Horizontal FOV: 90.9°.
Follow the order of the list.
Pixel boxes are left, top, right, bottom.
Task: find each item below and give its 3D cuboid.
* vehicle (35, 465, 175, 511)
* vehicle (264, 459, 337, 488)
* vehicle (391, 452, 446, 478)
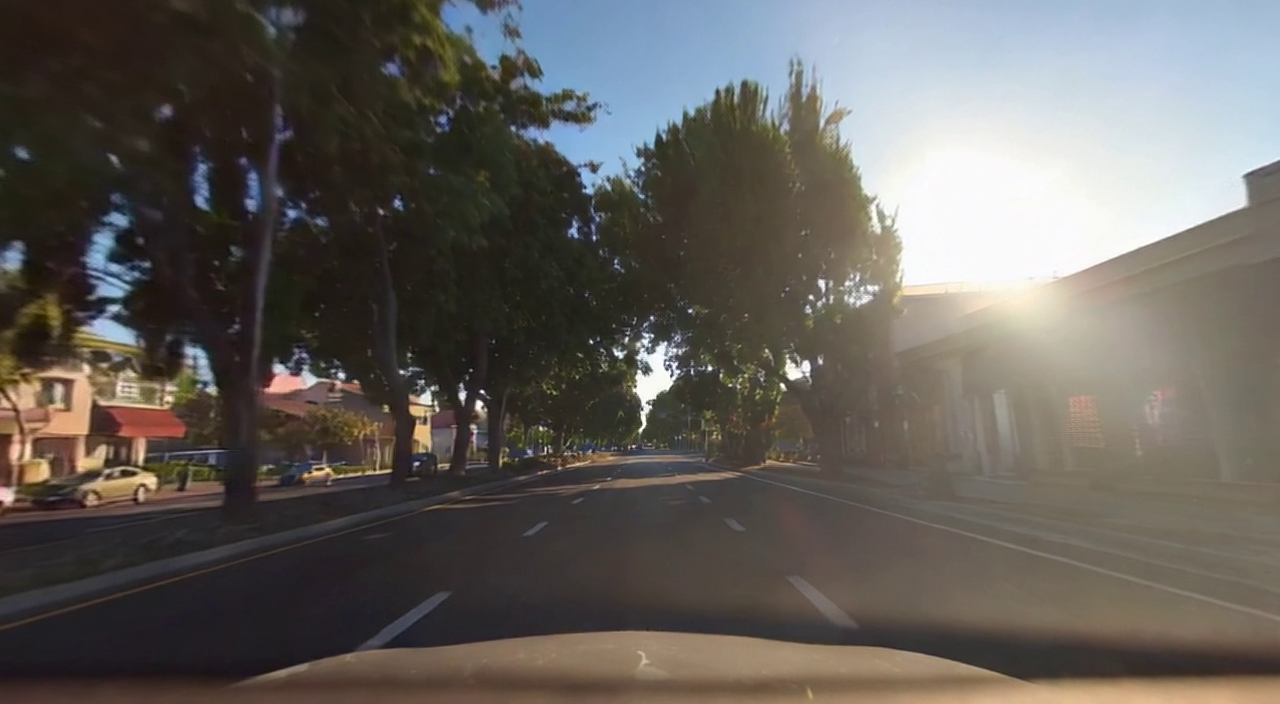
[{"bbox_3d":[-21.879,5.547,26.068,1.885,1.504,4.359,-3,-9,2],"label":"vehicle"},{"bbox_3d":[-21.521,7.693,40.192,1.881,1.537,4.611,-3,-9,3],"label":"vehicle"},{"bbox_3d":[-14.118,7.175,40.408,1.829,1.505,4.275,-1,-8,1],"label":"vehicle"}]
